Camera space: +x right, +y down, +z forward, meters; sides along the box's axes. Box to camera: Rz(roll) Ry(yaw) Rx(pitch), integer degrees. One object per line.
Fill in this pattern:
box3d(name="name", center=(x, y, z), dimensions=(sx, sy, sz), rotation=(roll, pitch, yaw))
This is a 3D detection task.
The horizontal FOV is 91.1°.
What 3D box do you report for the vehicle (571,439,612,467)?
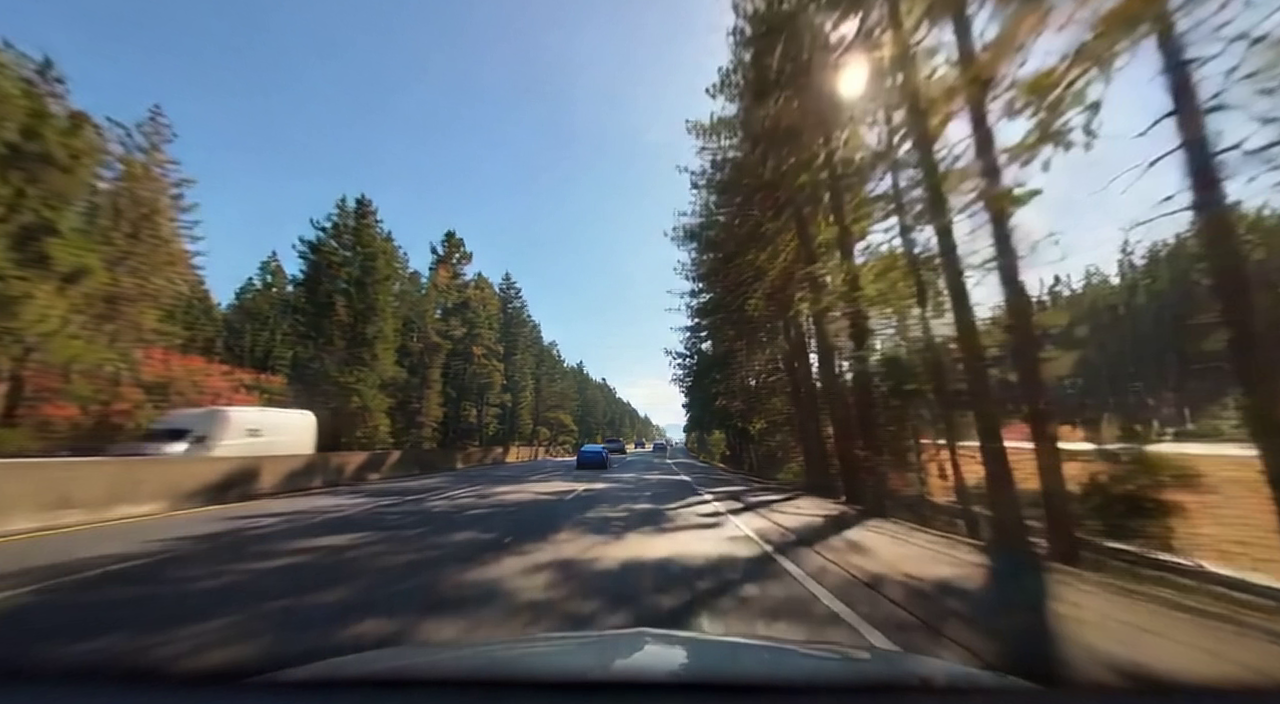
box3d(name="vehicle", center=(-2.893, 6.232, 38.765), dimensions=(2.053, 1.589, 4.671), rotation=(0, -8, 2))
